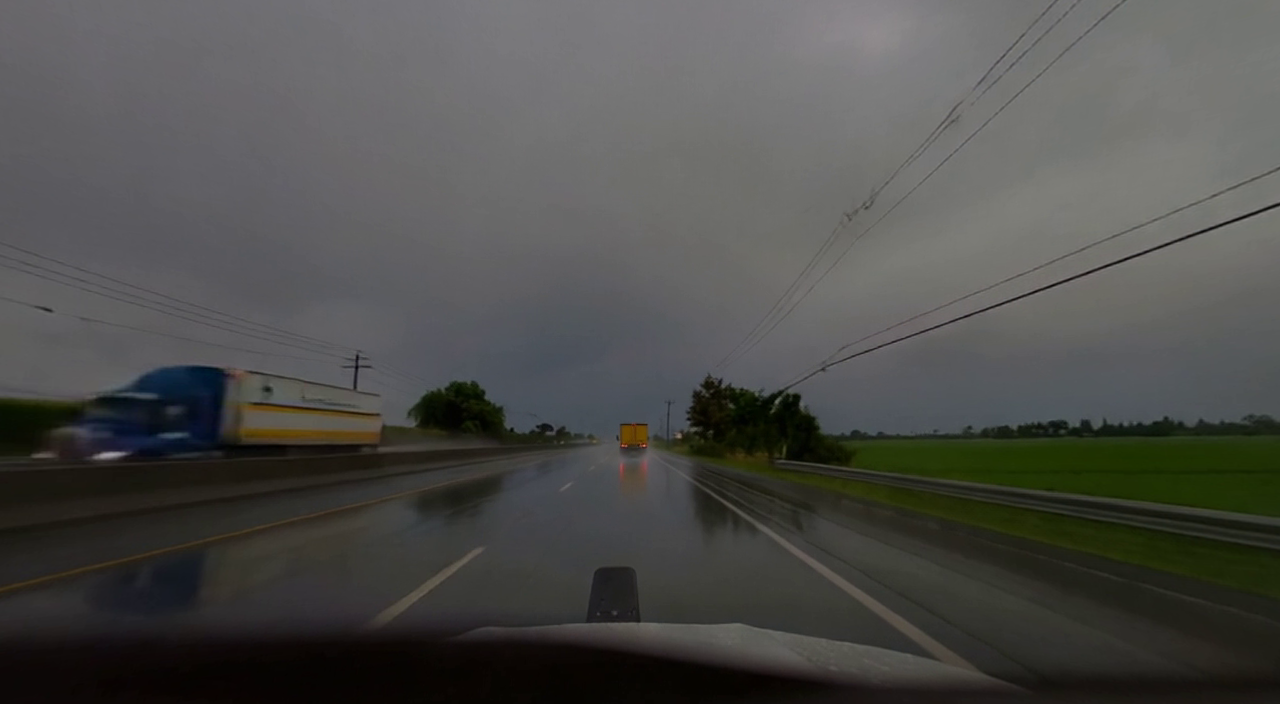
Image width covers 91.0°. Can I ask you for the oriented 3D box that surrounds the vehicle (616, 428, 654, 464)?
[{"bbox_3d":[-0.369,5.947,40.014,2.240,2.129,4.480,0,-8,-2],"label":"vehicle"}]

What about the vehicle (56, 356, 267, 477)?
[{"bbox_3d":[-16.857,2.433,22.876,2.967,3.820,5.896,0,-8,-1],"label":"vehicle"}]

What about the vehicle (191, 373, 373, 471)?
[{"bbox_3d":[-17.046,3.630,31.377,2.992,4.025,10.640,0,-8,-1],"label":"vehicle"}]
